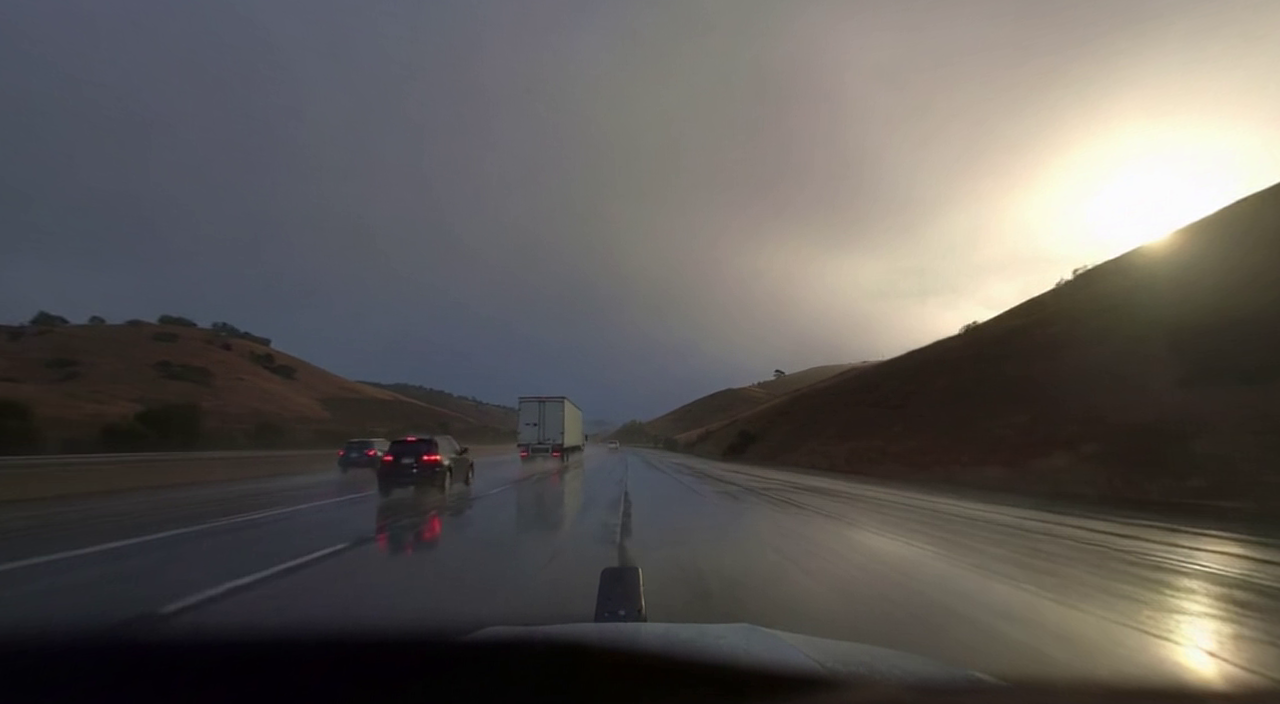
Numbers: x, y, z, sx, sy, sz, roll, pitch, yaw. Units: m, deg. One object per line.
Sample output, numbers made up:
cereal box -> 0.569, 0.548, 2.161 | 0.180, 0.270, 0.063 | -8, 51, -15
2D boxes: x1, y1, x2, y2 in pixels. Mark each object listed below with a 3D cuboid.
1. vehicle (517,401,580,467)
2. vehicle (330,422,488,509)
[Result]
vehicle -> -5.929, 5.637, 42.558 | 2.981, 3.860, 11.022 | 1, -8, -2
vehicle -> -5.176, 2.614, 14.858 | 2.099, 1.734, 4.413 | 0, -8, -1
